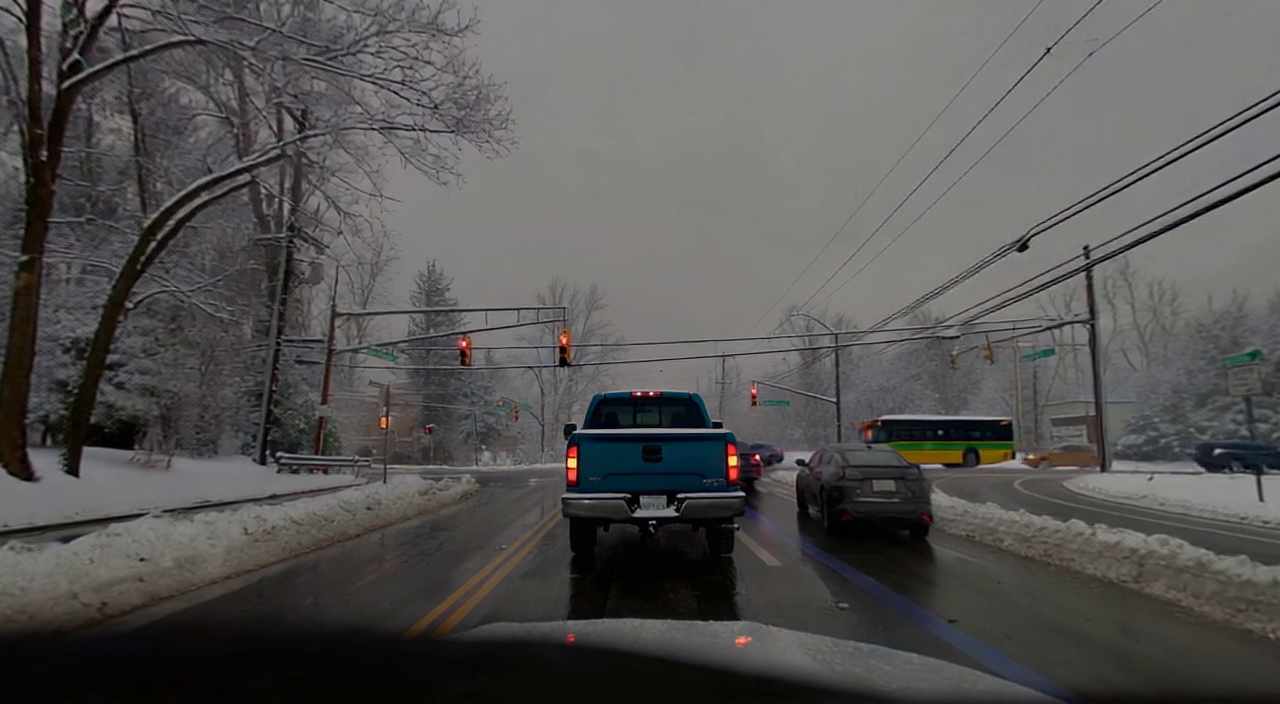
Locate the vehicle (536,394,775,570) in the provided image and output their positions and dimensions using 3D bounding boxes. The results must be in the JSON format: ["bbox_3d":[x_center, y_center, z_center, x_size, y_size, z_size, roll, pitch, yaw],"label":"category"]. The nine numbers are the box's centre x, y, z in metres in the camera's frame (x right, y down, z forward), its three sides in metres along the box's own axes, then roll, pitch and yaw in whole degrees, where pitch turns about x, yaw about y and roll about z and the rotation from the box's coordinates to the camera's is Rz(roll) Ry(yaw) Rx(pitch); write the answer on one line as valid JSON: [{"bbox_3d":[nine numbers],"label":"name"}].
[{"bbox_3d":[0.118,1.878,10.000,2.707,1.964,5.485,0,-8,-1],"label":"vehicle"}]

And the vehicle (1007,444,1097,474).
[{"bbox_3d":[29.122,7.565,44.738,5.077,2.008,1.991,1,-9,-4],"label":"vehicle"}]

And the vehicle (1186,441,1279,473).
[{"bbox_3d":[30.457,5.233,31.729,4.520,1.496,2.060,1,-8,-10],"label":"vehicle"}]

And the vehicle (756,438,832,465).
[{"bbox_3d":[11.386,7.360,46.729,5.235,1.878,2.107,-3,-9,14],"label":"vehicle"}]

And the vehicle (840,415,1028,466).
[{"bbox_3d":[19.150,5.888,41.813,10.726,3.128,3.003,-1,-8,3],"label":"vehicle"}]
